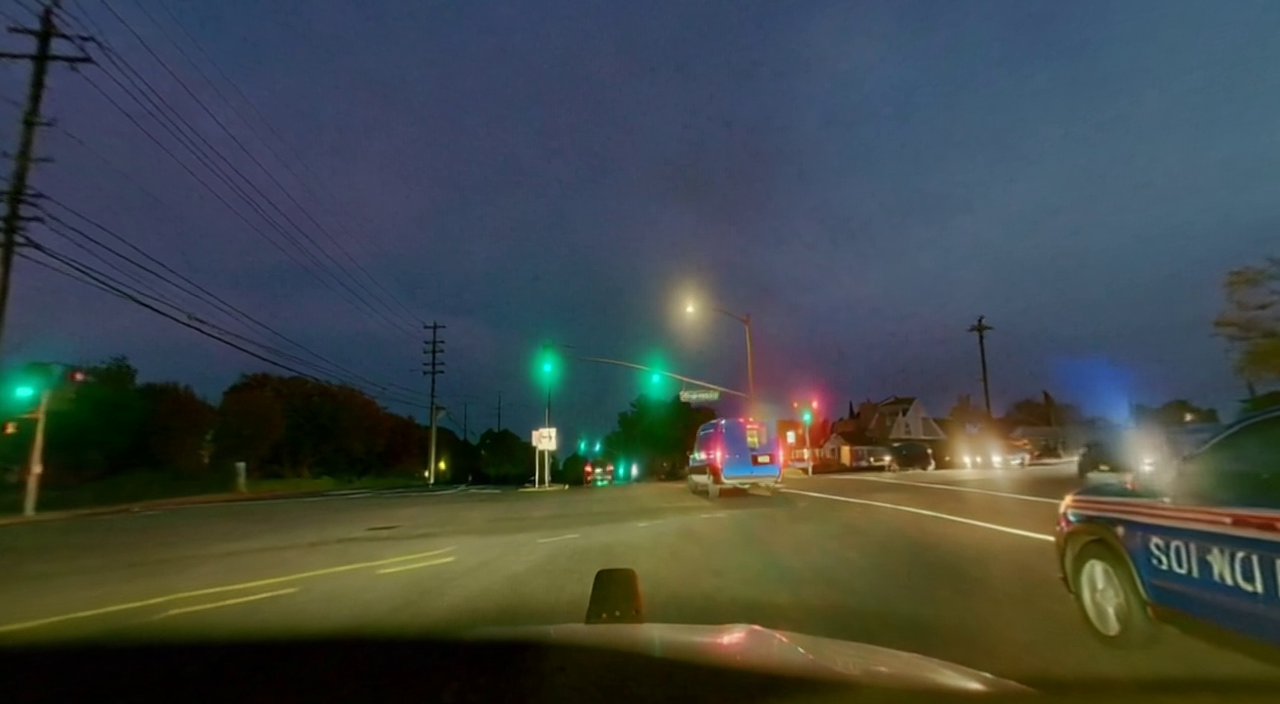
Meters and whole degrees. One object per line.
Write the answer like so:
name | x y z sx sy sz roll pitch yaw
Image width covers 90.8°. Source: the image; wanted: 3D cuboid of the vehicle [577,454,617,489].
vehicle | -2.439 6.586 35.082 2.114 1.707 3.725 0 -8 -6

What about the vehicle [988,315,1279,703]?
vehicle | 3.987 0.788 2.792 2.194 1.922 4.822 -1 -8 1

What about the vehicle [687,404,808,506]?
vehicle | 3.069 3.131 19.586 2.406 2.687 5.521 0 -8 -4

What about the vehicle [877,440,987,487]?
vehicle | 11.579 4.322 24.895 4.897 1.675 2.032 7 -11 -41
